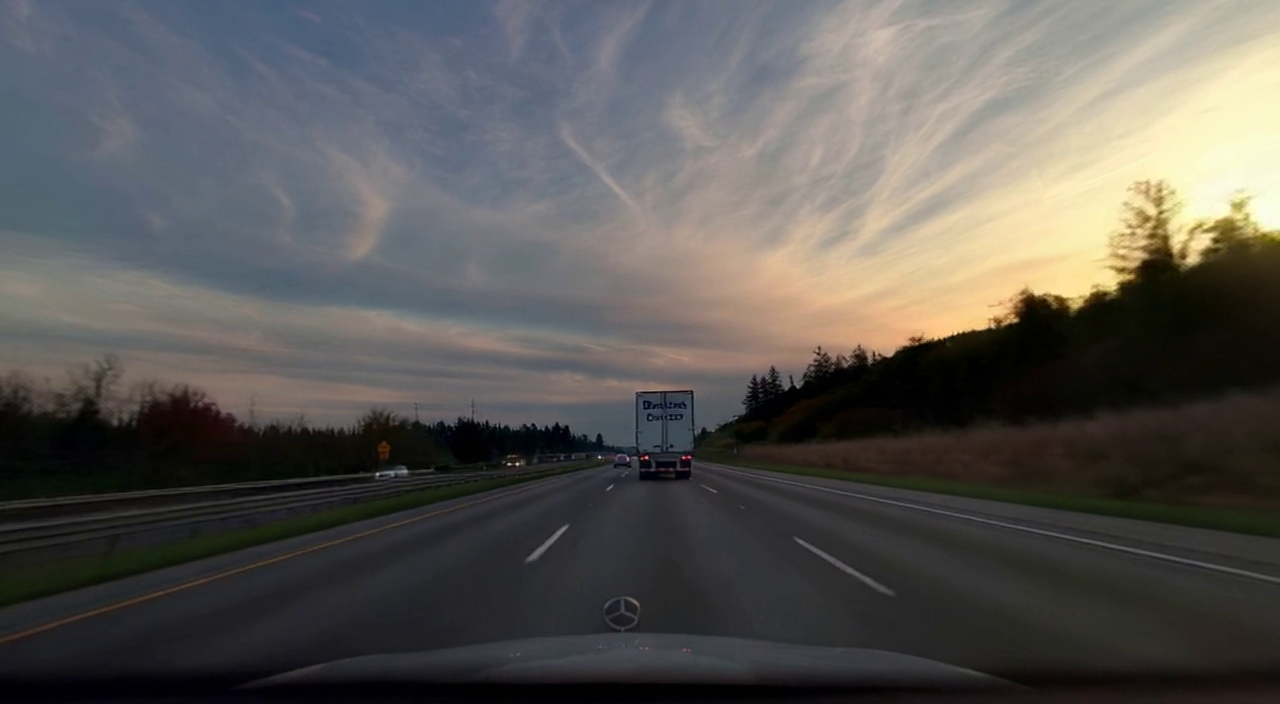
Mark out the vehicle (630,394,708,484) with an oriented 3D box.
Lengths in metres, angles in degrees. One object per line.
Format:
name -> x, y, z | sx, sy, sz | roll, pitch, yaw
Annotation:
vehicle -> 1.482, 5.327, 37.402 | 3.537, 4.071, 17.399 | 0, -9, 1
